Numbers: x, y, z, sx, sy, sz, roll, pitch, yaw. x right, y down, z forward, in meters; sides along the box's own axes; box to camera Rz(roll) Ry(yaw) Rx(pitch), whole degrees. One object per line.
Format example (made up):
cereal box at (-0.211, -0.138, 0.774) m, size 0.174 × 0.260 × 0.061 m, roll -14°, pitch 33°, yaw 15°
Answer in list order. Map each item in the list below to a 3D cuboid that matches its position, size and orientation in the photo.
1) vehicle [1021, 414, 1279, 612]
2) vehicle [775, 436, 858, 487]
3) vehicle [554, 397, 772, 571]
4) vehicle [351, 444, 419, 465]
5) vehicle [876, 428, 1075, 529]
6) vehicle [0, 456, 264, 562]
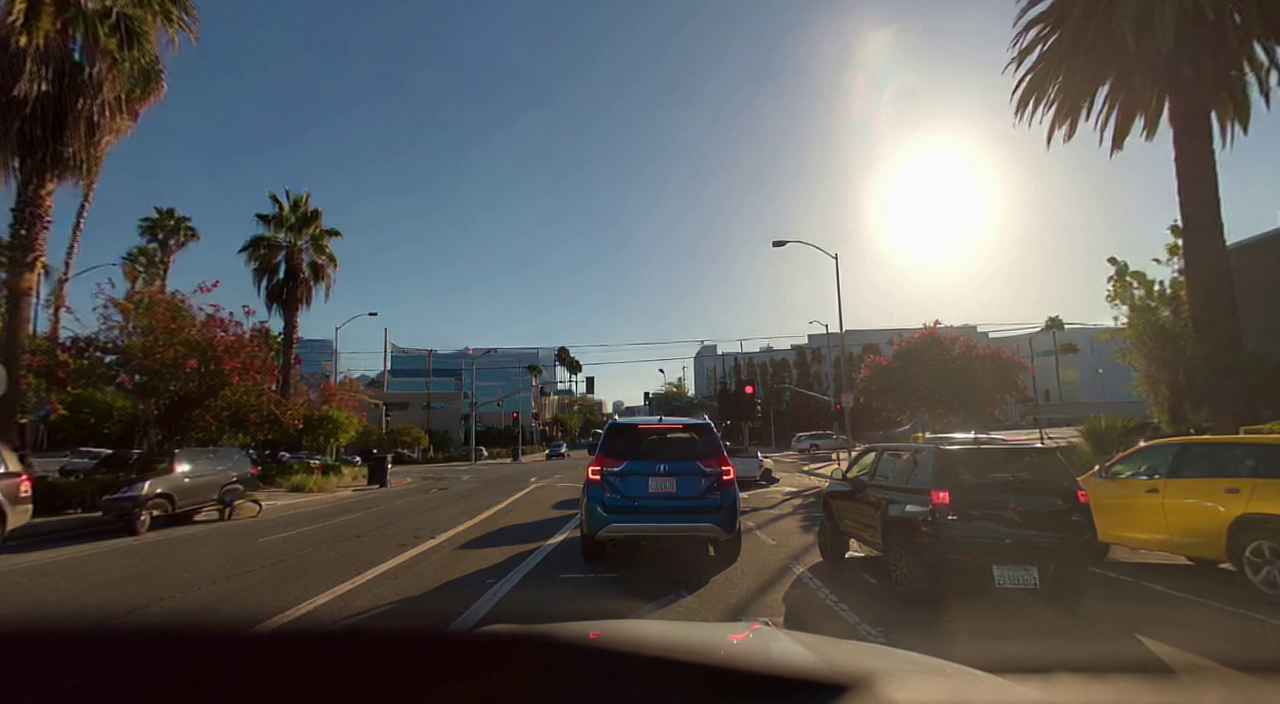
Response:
vehicle at (6.441, 1.599, 6.927) m, size 1.935 × 1.672 × 4.139 m, roll 0°, pitch -8°, yaw 1°
vehicle at (6.506, 4.070, 23.758) m, size 1.948 × 1.729 × 4.023 m, roll 0°, pitch -8°, yaw 0°
vehicle at (0.265, 1.691, 8.792) m, size 2.264 × 1.798 × 4.258 m, roll 0°, pitch -8°, yaw 1°
vehicle at (-18.763, 7.573, 46.658) m, size 1.759 × 1.457 × 4.297 m, roll -7°, pitch -11°, yaw 38°
vehicle at (6.669, 2.525, 13.245) m, size 1.930 × 1.736 × 4.329 m, roll -1°, pitch -8°, yaw 3°
vehicle at (-9.583, 2.807, 11.978) m, size 2.054 × 1.467 × 4.595 m, roll -3°, pitch -9°, yaw 1°
